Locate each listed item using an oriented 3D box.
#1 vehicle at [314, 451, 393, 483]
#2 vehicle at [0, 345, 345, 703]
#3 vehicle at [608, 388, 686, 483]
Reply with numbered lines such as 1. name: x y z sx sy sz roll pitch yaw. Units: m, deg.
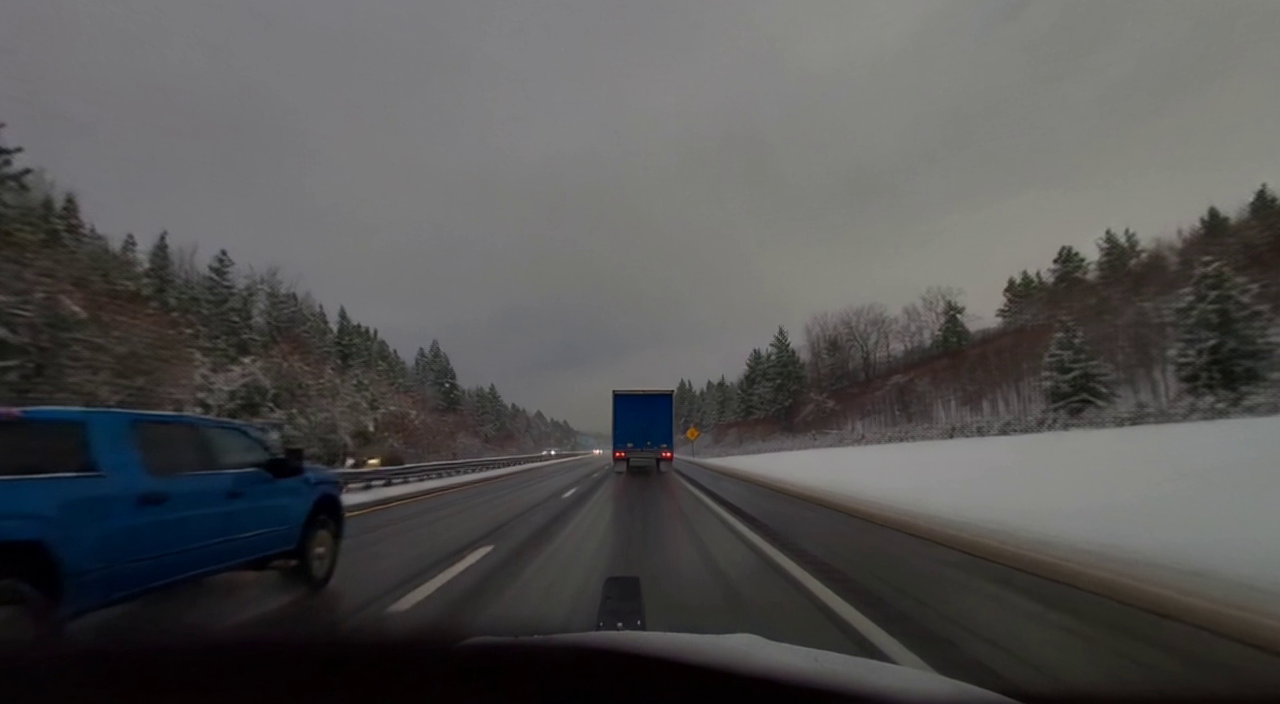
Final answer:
1. vehicle: -14.487 5.805 32.165 1.906 1.484 4.437 0 -9 0
2. vehicle: -3.558 0.900 2.998 2.160 1.661 4.388 0 -9 0
3. vehicle: 0.114 3.760 27.882 2.913 3.530 8.648 0 -9 -2
